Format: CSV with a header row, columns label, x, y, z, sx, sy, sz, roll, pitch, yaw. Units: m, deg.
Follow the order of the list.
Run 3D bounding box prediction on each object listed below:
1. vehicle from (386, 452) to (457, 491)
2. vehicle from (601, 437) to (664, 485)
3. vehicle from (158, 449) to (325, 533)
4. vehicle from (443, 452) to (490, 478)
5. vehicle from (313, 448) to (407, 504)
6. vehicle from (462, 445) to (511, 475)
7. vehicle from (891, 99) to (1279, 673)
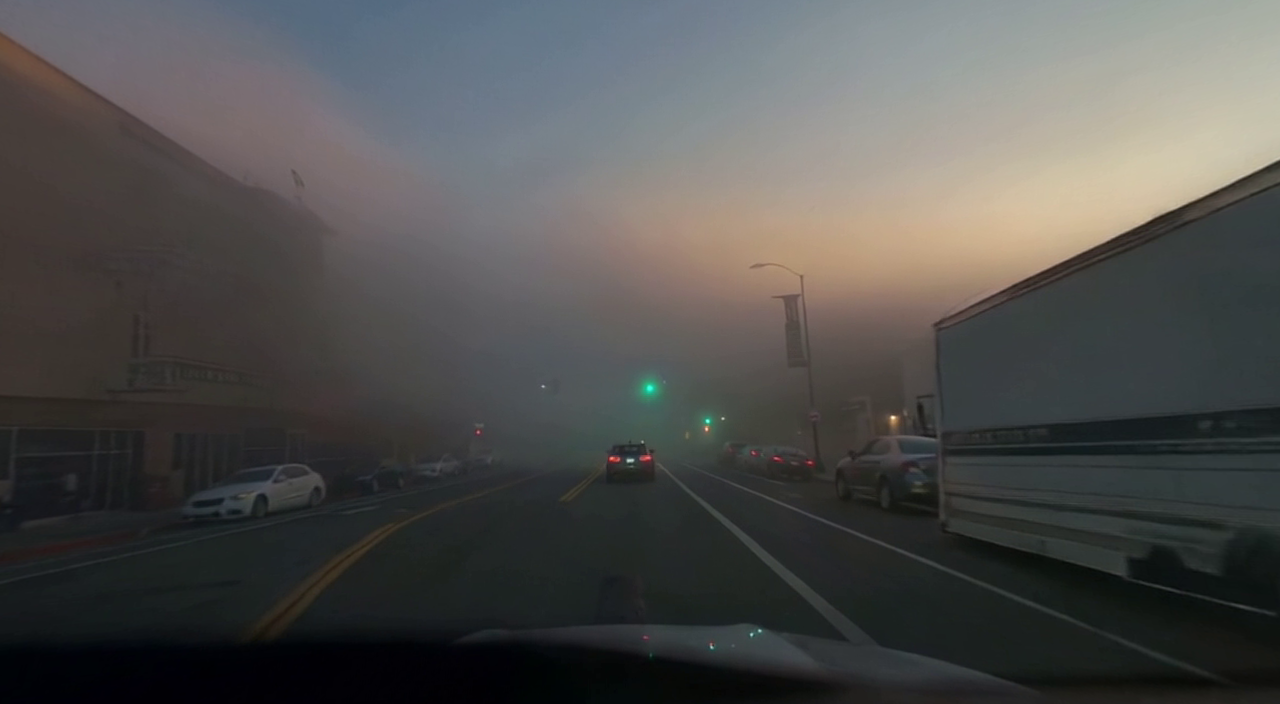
label,x,y,z,sx,sy,sz,roll,pitch,yaw
vehicle,-11.233,6.138,32.866,1.920,1.498,4.591,-5,-6,1
vehicle,-0.273,3.943,23.177,2.086,1.575,4.205,0,-8,-1
vehicle,-11.299,3.890,18.329,2.055,1.685,4.370,-5,-5,-1
vehicle,-11.225,7.342,41.188,1.868,1.502,4.626,0,-8,-2
vehicle,-11.469,5.053,26.259,1.872,1.731,4.656,-4,-6,-2
vehicle,-11.434,8.024,47.416,2.240,2.052,5.872,0,-8,0
vehicle,5.429,0.514,6.054,2.893,3.553,7.295,0,-8,-1
